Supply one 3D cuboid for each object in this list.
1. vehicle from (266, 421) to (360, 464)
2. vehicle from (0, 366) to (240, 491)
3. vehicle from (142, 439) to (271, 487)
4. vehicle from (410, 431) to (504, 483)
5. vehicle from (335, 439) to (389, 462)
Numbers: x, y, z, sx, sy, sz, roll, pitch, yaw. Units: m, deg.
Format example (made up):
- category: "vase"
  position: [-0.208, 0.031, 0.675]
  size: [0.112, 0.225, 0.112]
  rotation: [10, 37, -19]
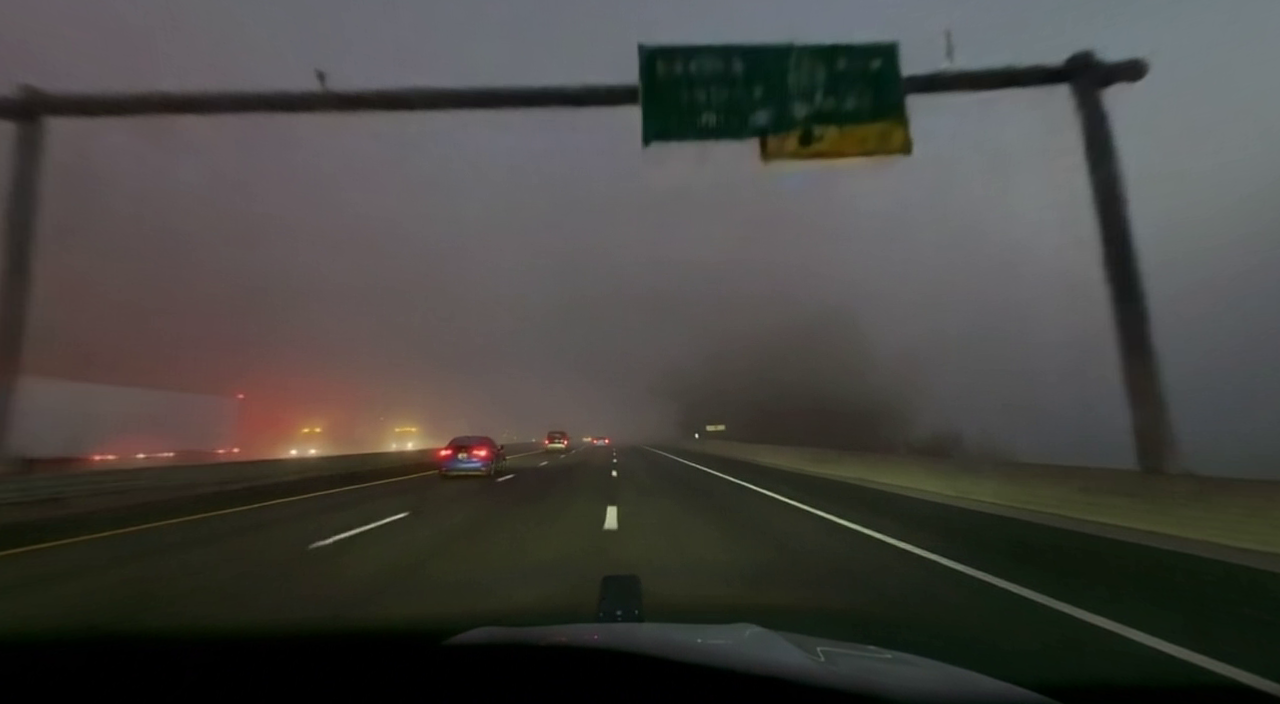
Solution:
- category: "vehicle"
  position: [-22.983, 6.395, 44.722]
  size: [3.016, 2.733, 7.070]
  rotation: [0, -8, -1]
- category: "vehicle"
  position: [-22.071, 3.027, 23.920]
  size: [3.348, 3.923, 16.919]
  rotation: [-1, -8, -2]
- category: "vehicle"
  position: [-14.765, 3.756, 21.686]
  size: [1.775, 1.440, 3.806]
  rotation: [0, -8, -1]
- category: "vehicle"
  position: [-5.963, 3.449, 21.034]
  size: [1.953, 1.550, 4.167]
  rotation: [0, -8, -1]
- category: "vehicle"
  position: [-19.227, 6.810, 43.626]
  size: [1.858, 1.457, 4.357]
  rotation: [0, -8, -1]
